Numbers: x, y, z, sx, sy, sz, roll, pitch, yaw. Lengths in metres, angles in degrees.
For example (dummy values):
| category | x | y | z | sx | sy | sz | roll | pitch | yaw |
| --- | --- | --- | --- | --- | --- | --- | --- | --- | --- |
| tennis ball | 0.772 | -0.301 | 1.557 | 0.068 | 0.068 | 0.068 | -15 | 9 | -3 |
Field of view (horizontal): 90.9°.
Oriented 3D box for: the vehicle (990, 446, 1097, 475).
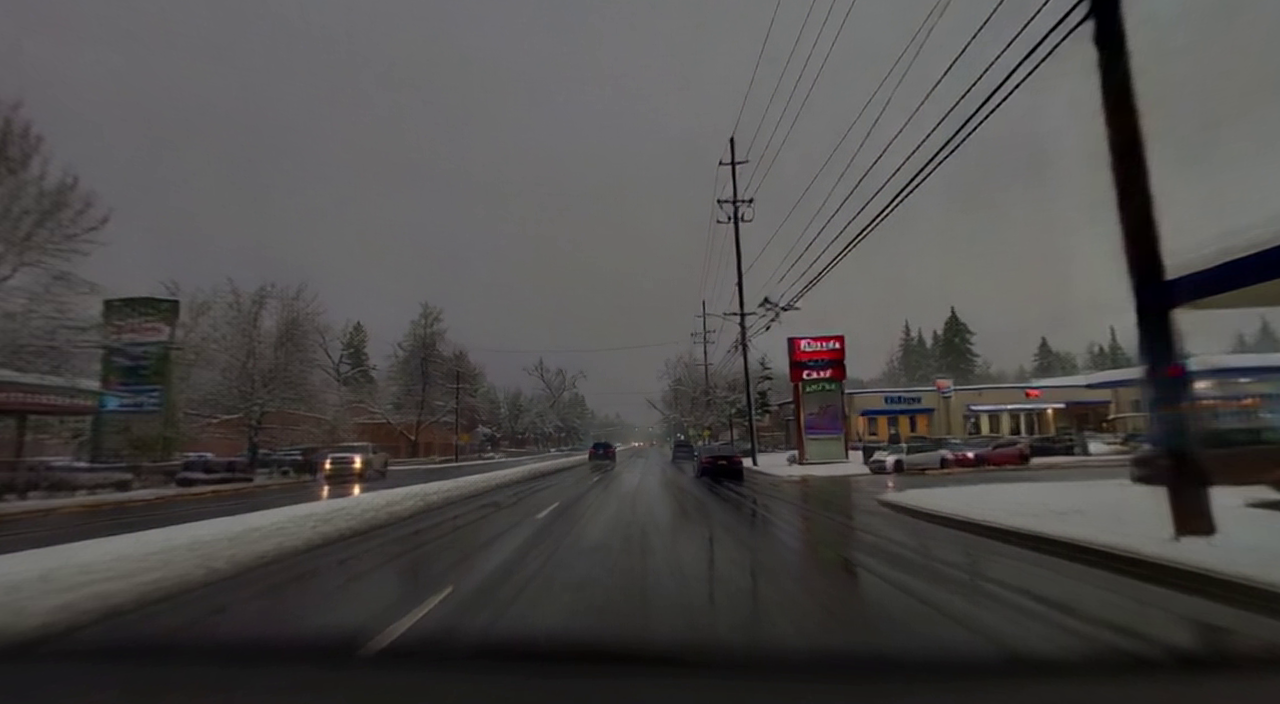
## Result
| category | x | y | z | sx | sy | sz | roll | pitch | yaw |
| --- | --- | --- | --- | --- | --- | --- | --- | --- | --- |
| vehicle | 21.459 | 5.725 | 33.546 | 4.779 | 1.429 | 1.844 | 1 | -9 | -12 |

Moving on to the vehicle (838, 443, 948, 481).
| category | x | y | z | sx | sy | sz | roll | pitch | yaw |
| --- | --- | --- | --- | --- | --- | --- | --- | --- | --- |
| vehicle | 11.409 | 4.952 | 28.594 | 4.144 | 1.540 | 1.913 | 0 | -7 | -6 |

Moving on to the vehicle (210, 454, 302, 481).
| category | x | y | z | sx | sy | sz | roll | pitch | yaw |
| --- | --- | --- | --- | --- | --- | --- | --- | --- | --- |
| vehicle | -24.501 | 7.338 | 40.273 | 4.739 | 1.607 | 2.045 | -2 | -9 | 11 |

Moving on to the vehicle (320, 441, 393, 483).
| category | x | y | z | sx | sy | sz | roll | pitch | yaw |
| --- | --- | --- | --- | --- | --- | --- | --- | --- | --- |
| vehicle | -14.459 | 5.584 | 31.933 | 2.358 | 1.904 | 5.603 | 5 | -11 | -33 |

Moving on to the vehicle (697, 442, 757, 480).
| category | x | y | z | sx | sy | sz | roll | pitch | yaw |
| --- | --- | --- | --- | --- | --- | --- | --- | --- | --- |
| vehicle | 3.666 | 4.665 | 27.304 | 1.978 | 1.455 | 4.195 | 1 | -9 | -1 |

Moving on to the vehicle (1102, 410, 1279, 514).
| category | x | y | z | sx | sy | sz | roll | pitch | yaw |
| --- | --- | --- | --- | --- | --- | --- | --- | --- | --- |
| vehicle | 12.329 | 2.118 | 12.391 | 4.832 | 1.813 | 2.170 | 0 | -9 | -4 |

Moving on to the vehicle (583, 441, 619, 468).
| category | x | y | z | sx | sy | sz | roll | pitch | yaw |
| --- | --- | --- | --- | --- | --- | --- | --- | --- | --- |
| vehicle | -2.578 | 6.855 | 42.293 | 2.047 | 1.664 | 4.148 | -1 | -9 | 2 |
